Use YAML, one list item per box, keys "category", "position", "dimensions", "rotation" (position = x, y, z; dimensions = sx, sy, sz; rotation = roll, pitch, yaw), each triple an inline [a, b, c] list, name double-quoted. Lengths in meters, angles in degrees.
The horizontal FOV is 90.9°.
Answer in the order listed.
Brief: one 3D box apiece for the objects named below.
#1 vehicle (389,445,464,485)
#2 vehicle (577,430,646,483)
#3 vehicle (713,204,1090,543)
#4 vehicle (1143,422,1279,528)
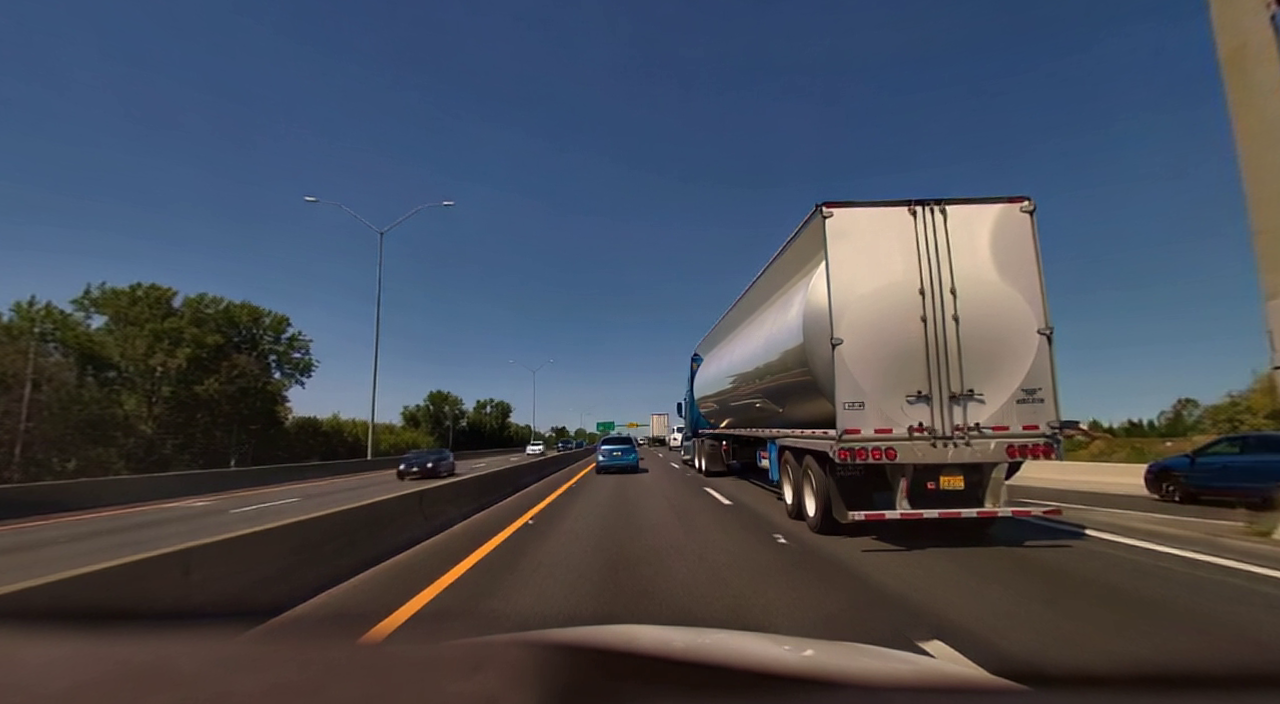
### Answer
- category: "vehicle"
  position: [-8.926, 4.729, 26.754]
  dimensions: [1.853, 1.459, 4.228]
  rotation: [0, -8, -2]
- category: "vehicle"
  position: [-0.852, 3.254, 20.021]
  dimensions: [2.000, 1.510, 3.518]
  rotation: [0, -8, -1]
- category: "vehicle"
  position: [3.467, 0.807, 11.833]
  dimensions: [2.826, 3.905, 9.262]
  rotation: [0, -8, -2]
- category: "vehicle"
  position: [9.807, 1.758, 9.113]
  dimensions: [1.739, 1.471, 3.889]
  rotation: [0, -8, -2]
